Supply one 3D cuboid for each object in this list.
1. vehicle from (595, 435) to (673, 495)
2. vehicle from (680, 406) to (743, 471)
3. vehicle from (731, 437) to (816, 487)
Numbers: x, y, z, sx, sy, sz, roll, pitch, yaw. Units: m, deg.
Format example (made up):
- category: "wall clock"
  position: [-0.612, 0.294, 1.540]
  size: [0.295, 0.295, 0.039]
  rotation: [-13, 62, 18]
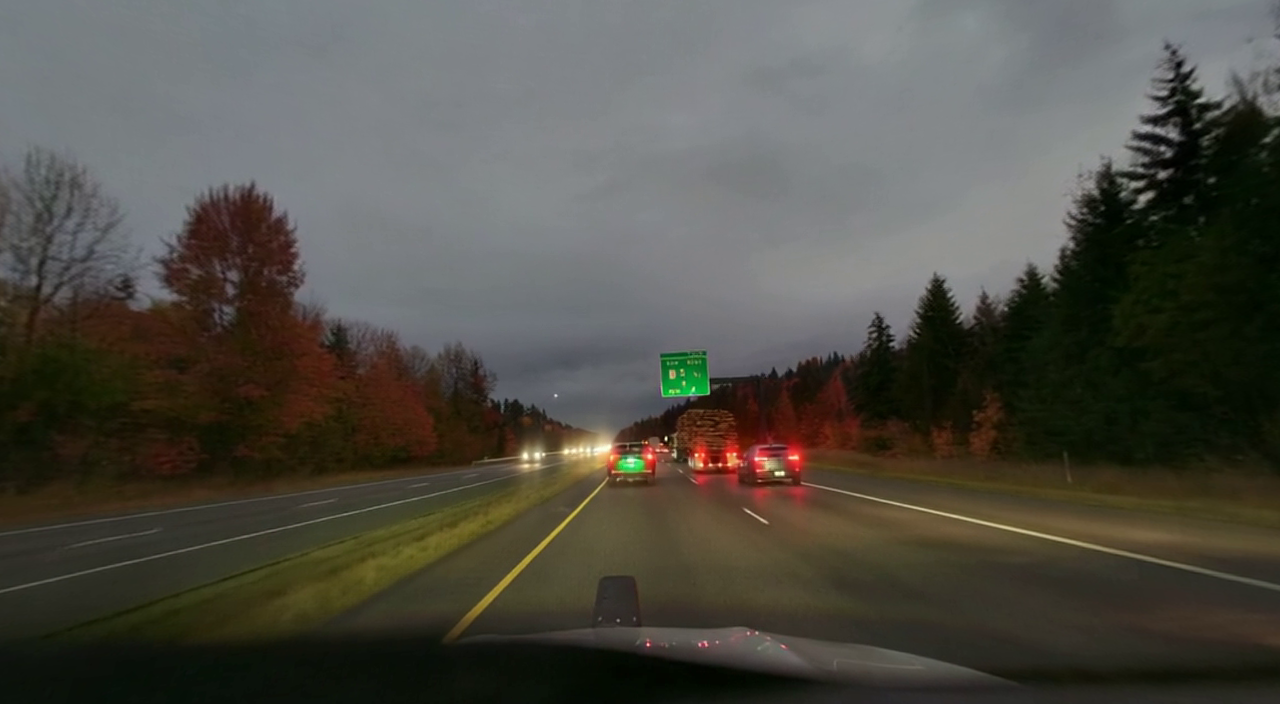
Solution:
- category: "vehicle"
  position: [-0.178, 3.624, 20.407]
  size: [2.263, 1.699, 3.936]
  rotation: [-1, -9, 0]
- category: "vehicle"
  position: [4.616, 5.921, 42.457]
  size: [3.125, 3.895, 8.461]
  rotation: [0, -9, -1]
- category: "vehicle"
  position: [4.861, 4.097, 23.601]
  size: [2.057, 1.660, 4.525]
  rotation: [0, -9, -2]
